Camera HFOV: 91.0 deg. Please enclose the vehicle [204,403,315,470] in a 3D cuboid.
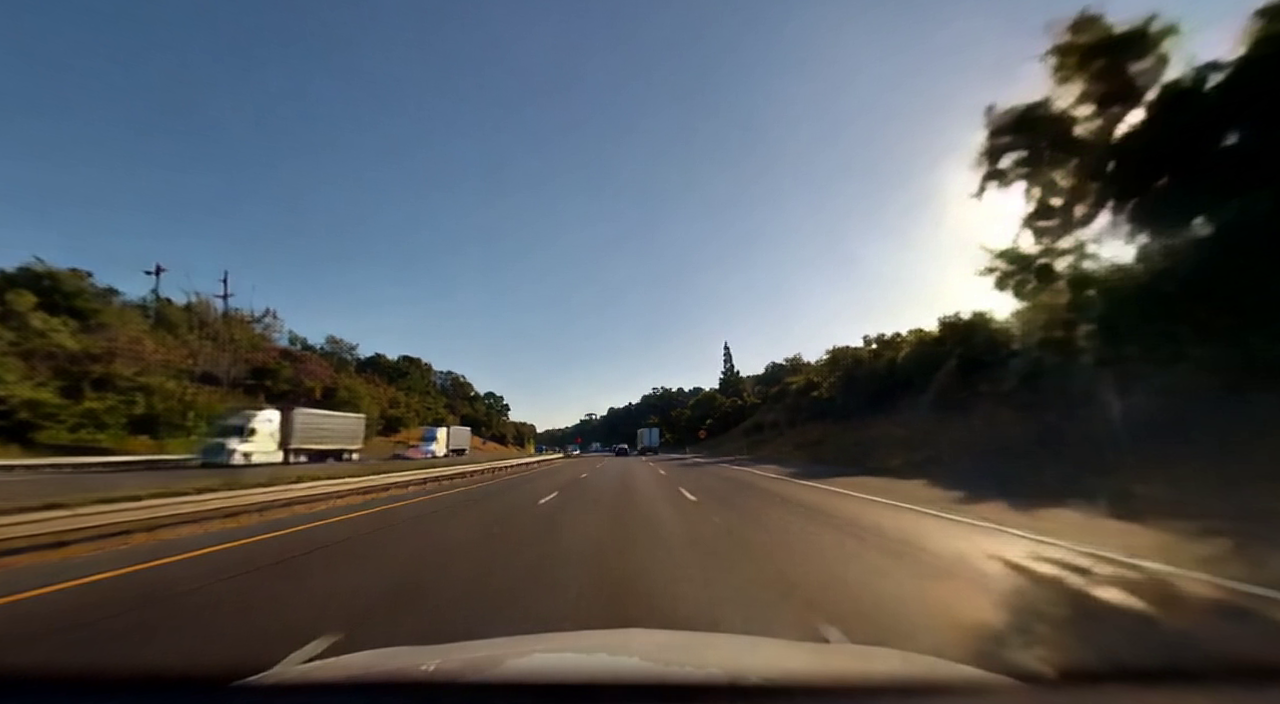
[{"bbox_3d":[-25.037,5.625,41.866,3.491,4.038,6.170,-1,-9,-1],"label":"vehicle"}]
